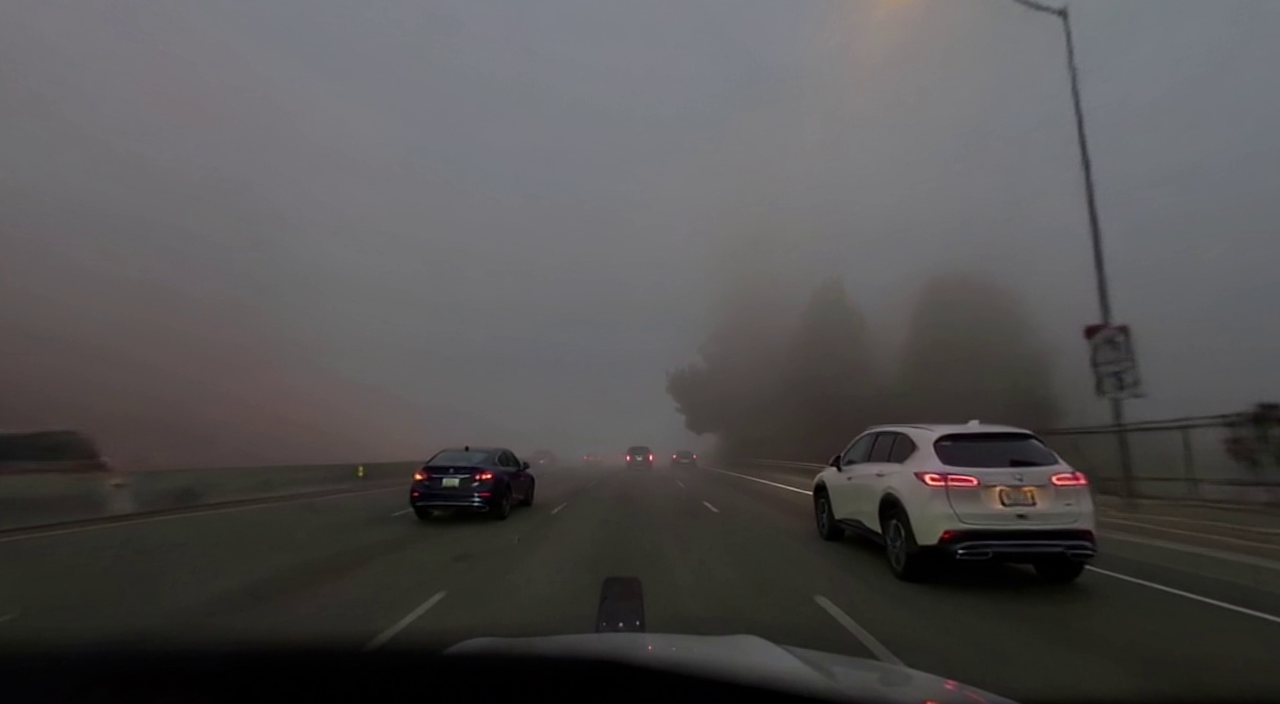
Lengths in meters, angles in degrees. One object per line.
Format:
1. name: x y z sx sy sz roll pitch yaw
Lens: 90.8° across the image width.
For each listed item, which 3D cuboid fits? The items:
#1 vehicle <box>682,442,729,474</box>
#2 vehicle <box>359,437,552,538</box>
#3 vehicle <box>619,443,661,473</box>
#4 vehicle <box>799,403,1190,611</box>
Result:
1. vehicle: 3.802 6.249 37.476 2.320 1.735 4.408 0 -8 0
2. vehicle: -3.156 2.412 12.066 2.130 1.514 4.766 0 -8 1
3. vehicle: 0.037 6.437 38.723 2.408 1.748 4.217 0 -8 1
4. vehicle: 3.534 1.616 7.592 2.029 1.716 4.545 0 -8 0
